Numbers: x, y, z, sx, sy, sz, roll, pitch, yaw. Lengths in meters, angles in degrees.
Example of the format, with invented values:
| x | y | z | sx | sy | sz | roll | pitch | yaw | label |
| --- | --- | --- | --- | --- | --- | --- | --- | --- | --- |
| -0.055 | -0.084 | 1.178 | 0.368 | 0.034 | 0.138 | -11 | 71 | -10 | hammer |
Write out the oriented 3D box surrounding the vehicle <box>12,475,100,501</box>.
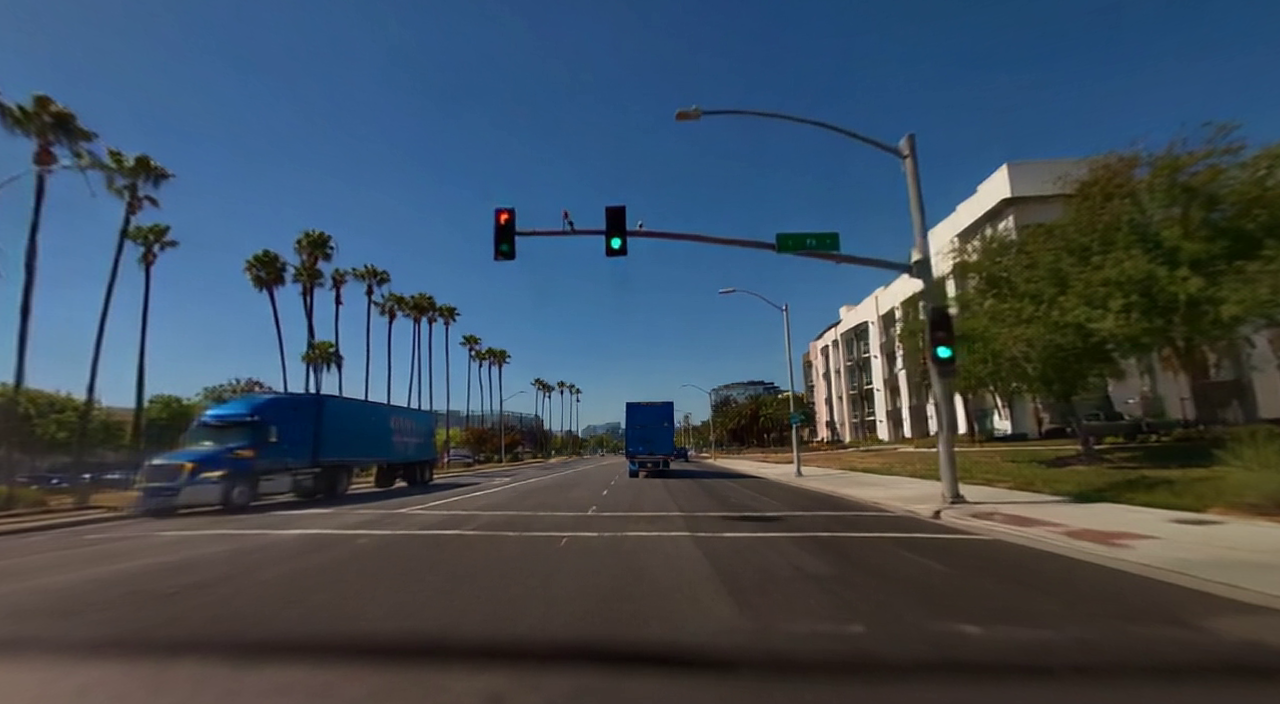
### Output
| x | y | z | sx | sy | sz | roll | pitch | yaw | label |
| --- | --- | --- | --- | --- | --- | --- | --- | --- | --- |
| -35.537 | 8.300 | 38.279 | 3.601 | 1.427 | 1.646 | 1 | -9 | -2 | vehicle |

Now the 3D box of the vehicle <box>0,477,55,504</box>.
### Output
| x | y | z | sx | sy | sz | roll | pitch | yaw | label |
| --- | --- | --- | --- | --- | --- | --- | --- | --- | --- |
| -35.621 | 7.828 | 35.437 | 3.477 | 1.395 | 1.617 | -1 | -10 | -1 | vehicle |

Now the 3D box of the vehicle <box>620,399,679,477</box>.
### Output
| x | y | z | sx | sy | sz | roll | pitch | yaw | label |
| --- | --- | --- | --- | --- | --- | --- | --- | --- | --- |
| 0.306 | 5.306 | 38.039 | 2.992 | 3.949 | 11.815 | 0 | -9 | -2 | vehicle |

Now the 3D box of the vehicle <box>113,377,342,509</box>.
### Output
| x | y | z | sx | sy | sz | roll | pitch | yaw | label |
| --- | --- | --- | --- | --- | --- | --- | --- | --- | --- |
| -14.283 | 3.317 | 22.796 | 3.008 | 3.997 | 7.313 | 0 | -9 | 2 | vehicle |
